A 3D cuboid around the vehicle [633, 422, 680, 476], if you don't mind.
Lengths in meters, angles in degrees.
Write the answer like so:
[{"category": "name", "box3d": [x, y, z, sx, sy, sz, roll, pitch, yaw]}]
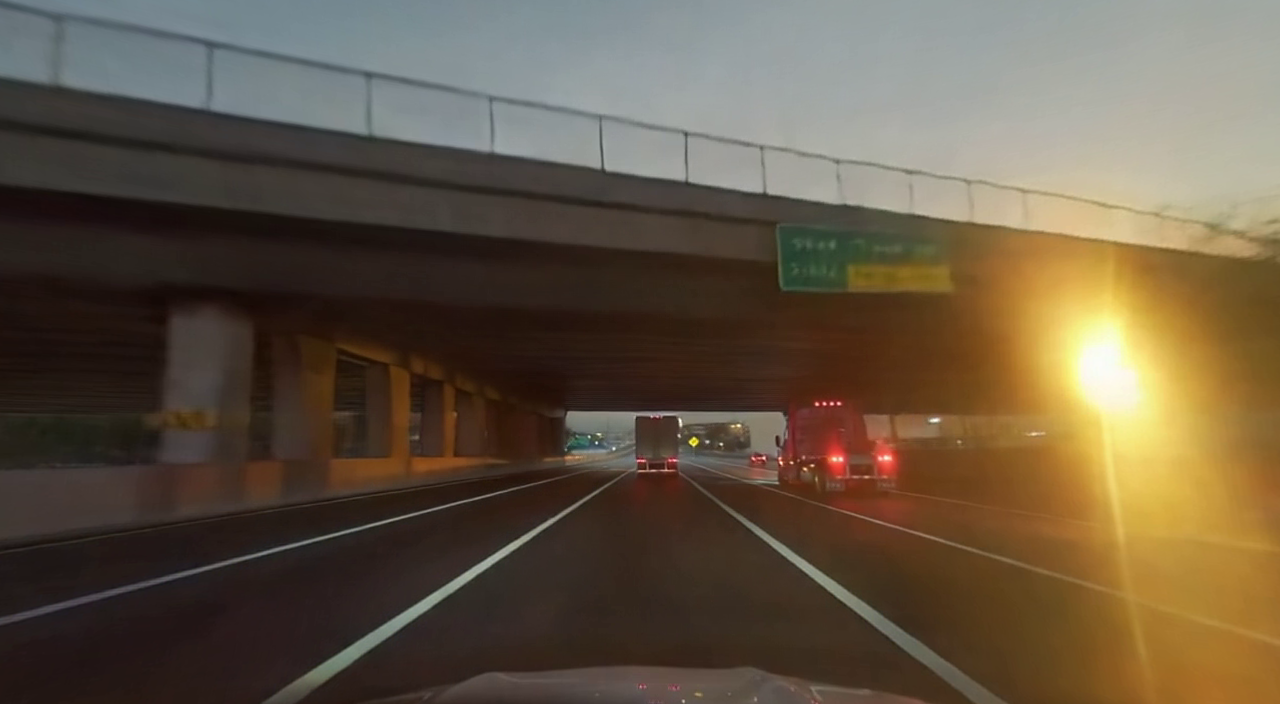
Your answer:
[{"category": "vehicle", "box3d": [1.348, 7.692, 49.990, 3.244, 3.713, 12.155, -1, -9, 2]}]
